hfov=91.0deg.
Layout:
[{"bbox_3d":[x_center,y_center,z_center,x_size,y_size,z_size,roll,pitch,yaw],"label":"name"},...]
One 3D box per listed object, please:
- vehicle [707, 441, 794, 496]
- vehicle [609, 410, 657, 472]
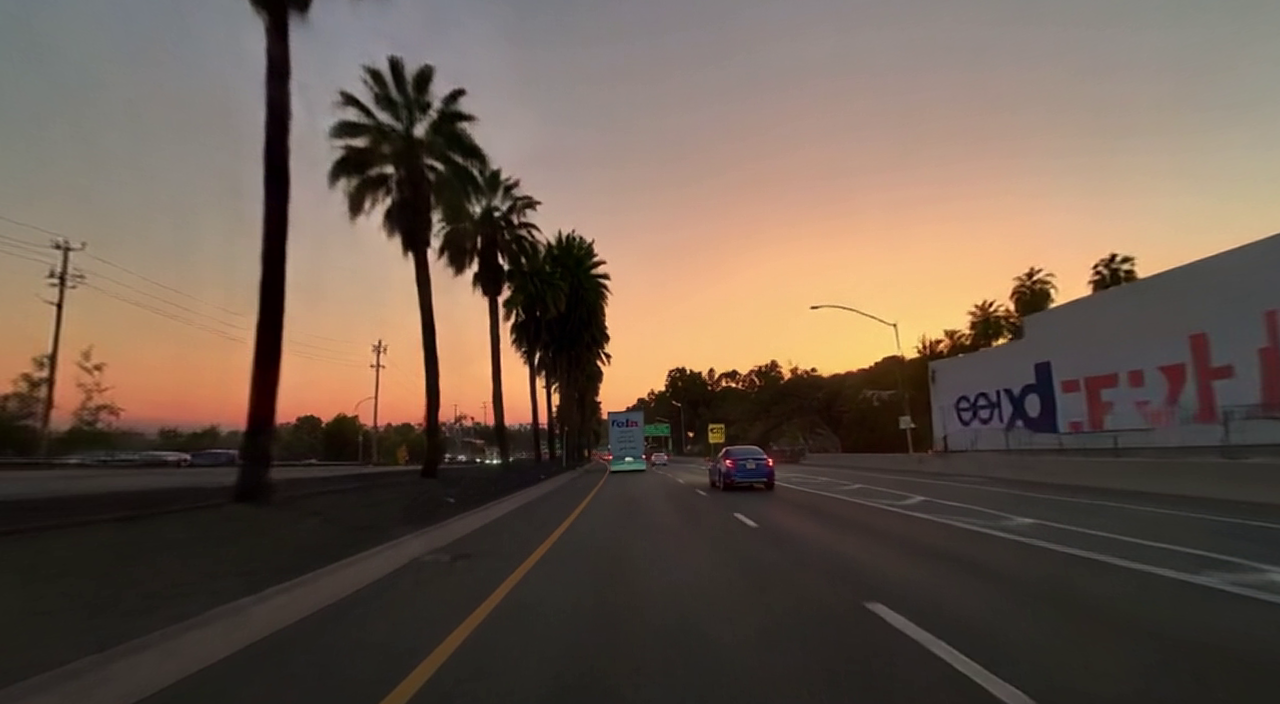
[{"bbox_3d":[3.448,3.719,20.422,1.966,1.558,4.238,0,-9,-1],"label":"vehicle"},{"bbox_3d":[-0.611,6.931,48.548,3.243,4.134,11.656,0,-9,-1],"label":"vehicle"}]
